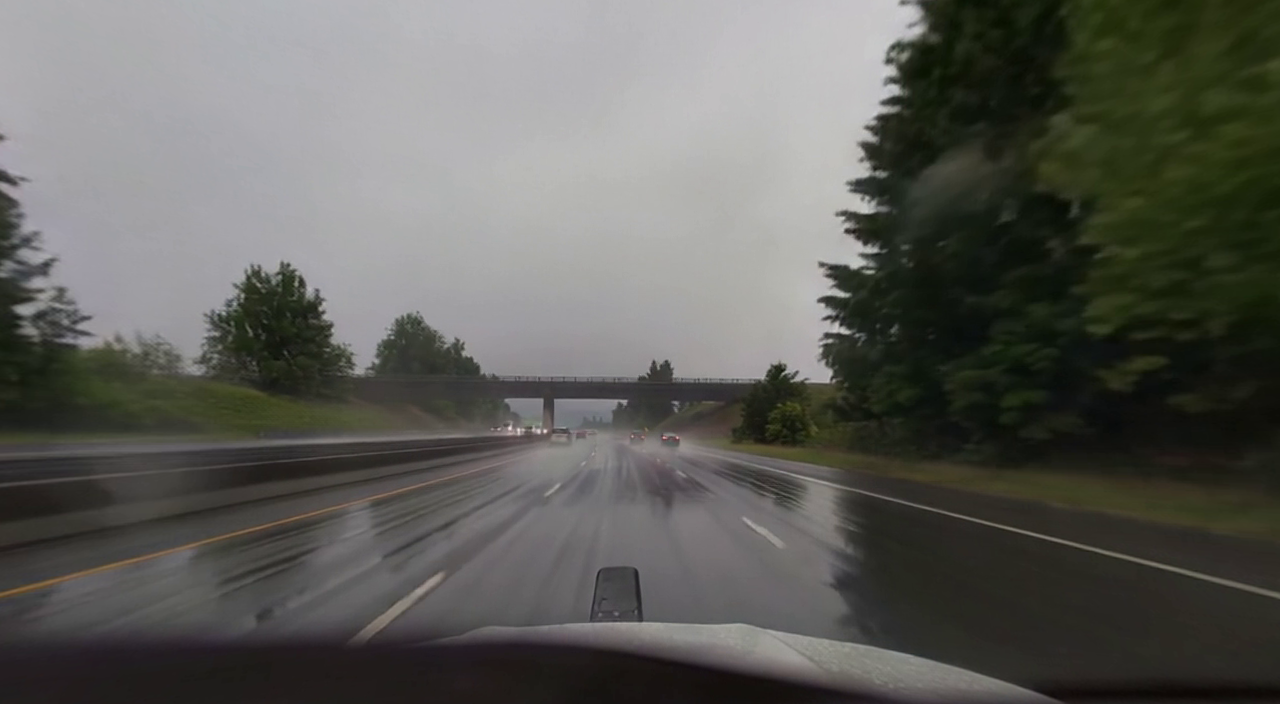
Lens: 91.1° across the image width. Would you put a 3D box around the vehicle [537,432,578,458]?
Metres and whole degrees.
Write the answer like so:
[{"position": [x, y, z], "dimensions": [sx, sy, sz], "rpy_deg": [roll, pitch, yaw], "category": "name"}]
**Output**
[{"position": [-4.709, 5.363, 36.428], "dimensions": [1.966, 1.460, 3.519], "rpy_deg": [0, -8, -2], "category": "vehicle"}]
